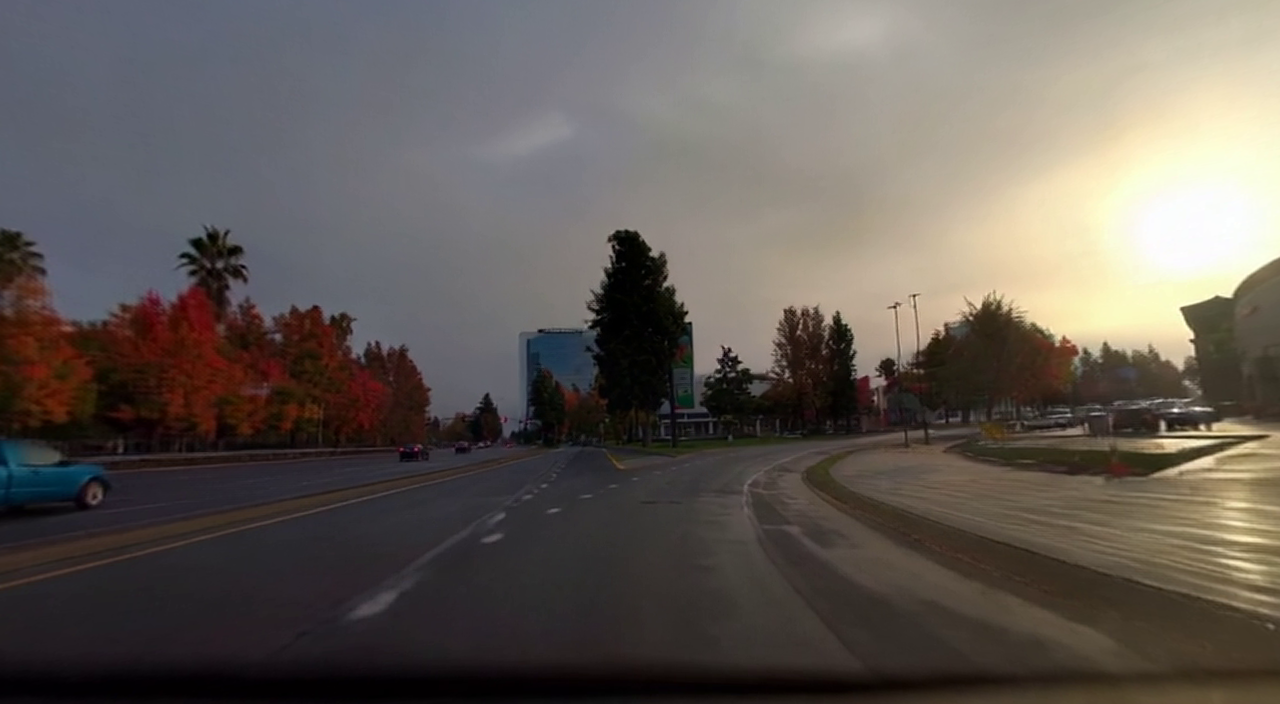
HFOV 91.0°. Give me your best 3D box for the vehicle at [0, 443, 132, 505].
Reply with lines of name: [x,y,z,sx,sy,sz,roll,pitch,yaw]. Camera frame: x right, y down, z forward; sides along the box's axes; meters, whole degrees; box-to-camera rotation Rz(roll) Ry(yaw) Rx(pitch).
vehicle: [-24.461,4.643,24.453,2.819,2.204,8.236,1,-9,-2]
